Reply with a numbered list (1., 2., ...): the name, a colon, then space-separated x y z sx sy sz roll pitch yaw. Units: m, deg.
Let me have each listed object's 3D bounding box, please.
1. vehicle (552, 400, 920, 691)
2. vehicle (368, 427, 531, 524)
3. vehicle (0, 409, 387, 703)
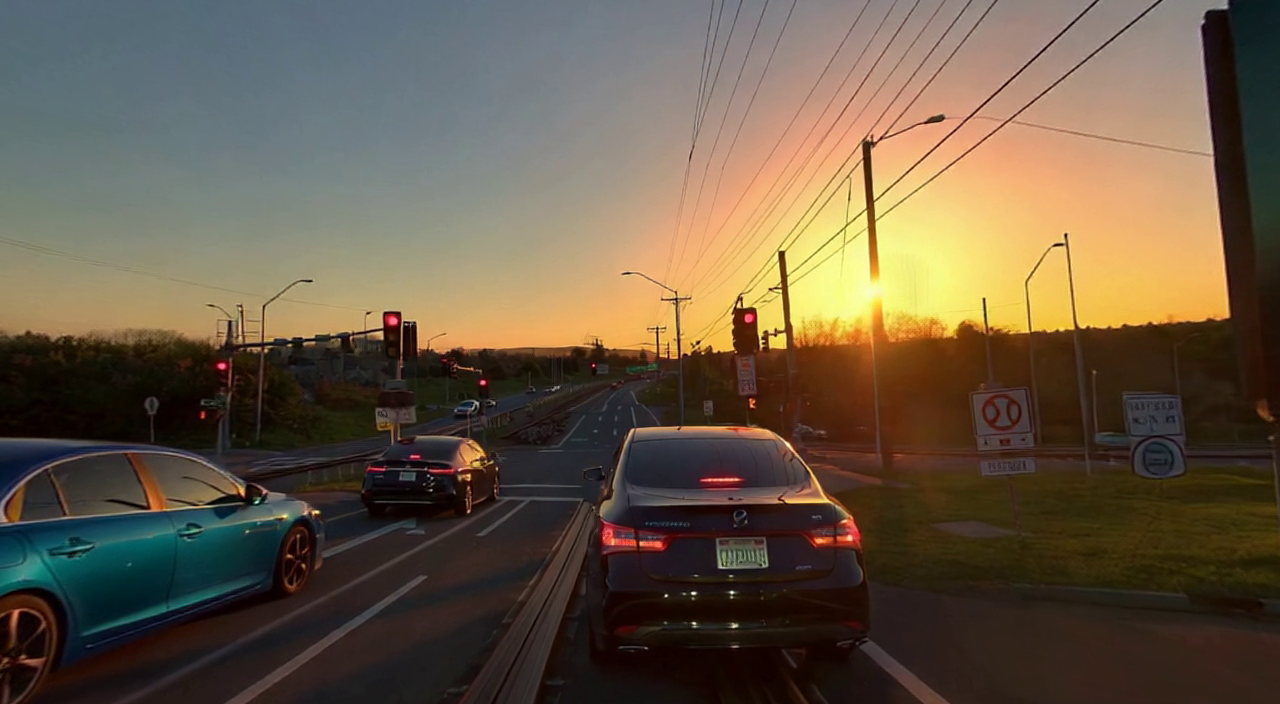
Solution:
1. vehicle: 0.406 1.329 5.455 1.998 1.529 3.960 1 -9 -4
2. vehicle: -3.366 2.257 12.070 1.984 1.505 4.047 0 -9 -2
3. vehicle: -3.715 1.255 4.495 1.956 1.468 4.585 0 -9 -1
